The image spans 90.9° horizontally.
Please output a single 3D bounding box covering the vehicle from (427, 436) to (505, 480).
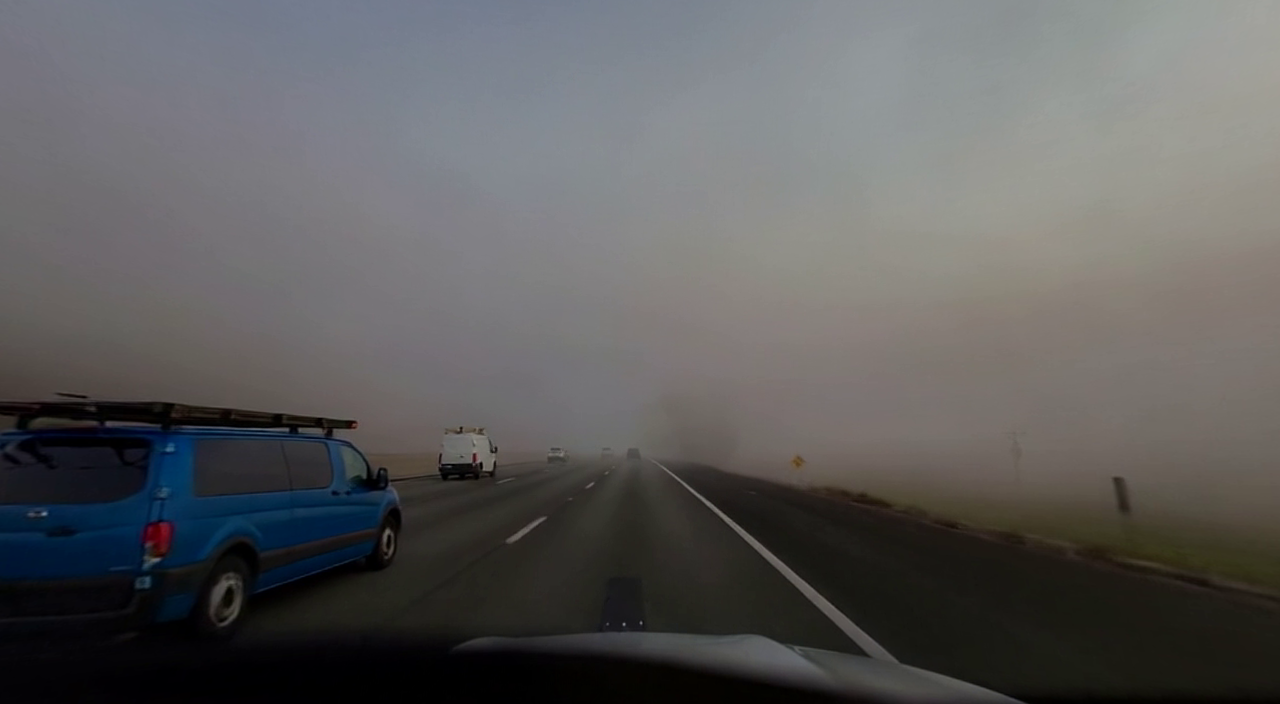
[{"bbox_3d":[-7.541,4.650,27.849,2.093,1.752,4.771,0,-9,0],"label":"vehicle"}]

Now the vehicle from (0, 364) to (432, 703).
[{"bbox_3d":[-3.563,1.255,5.162,2.040,1.679,4.865,0,-9,0],"label":"vehicle"}]
